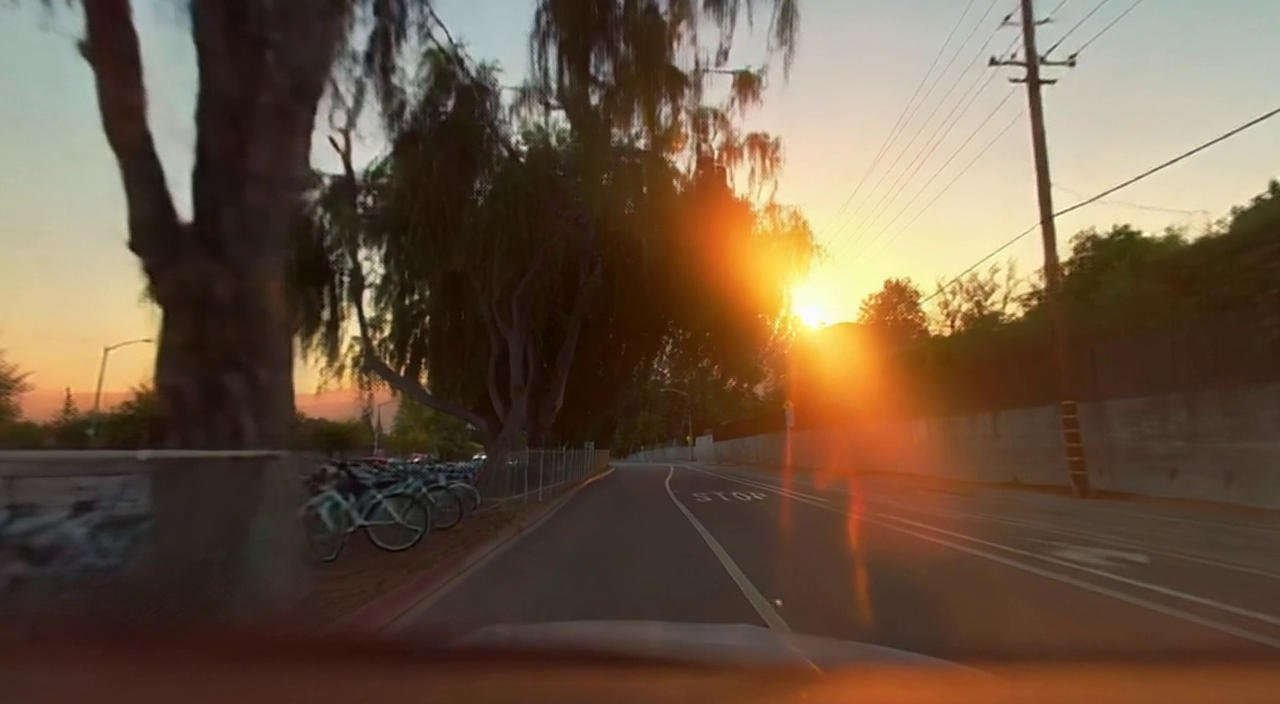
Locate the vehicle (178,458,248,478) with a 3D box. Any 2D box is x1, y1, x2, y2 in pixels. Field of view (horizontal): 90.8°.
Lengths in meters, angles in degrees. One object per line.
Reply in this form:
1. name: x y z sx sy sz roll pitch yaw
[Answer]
1. vehicle: -33.095 8.983 49.057 4.108 1.480 1.800 0 -9 1
